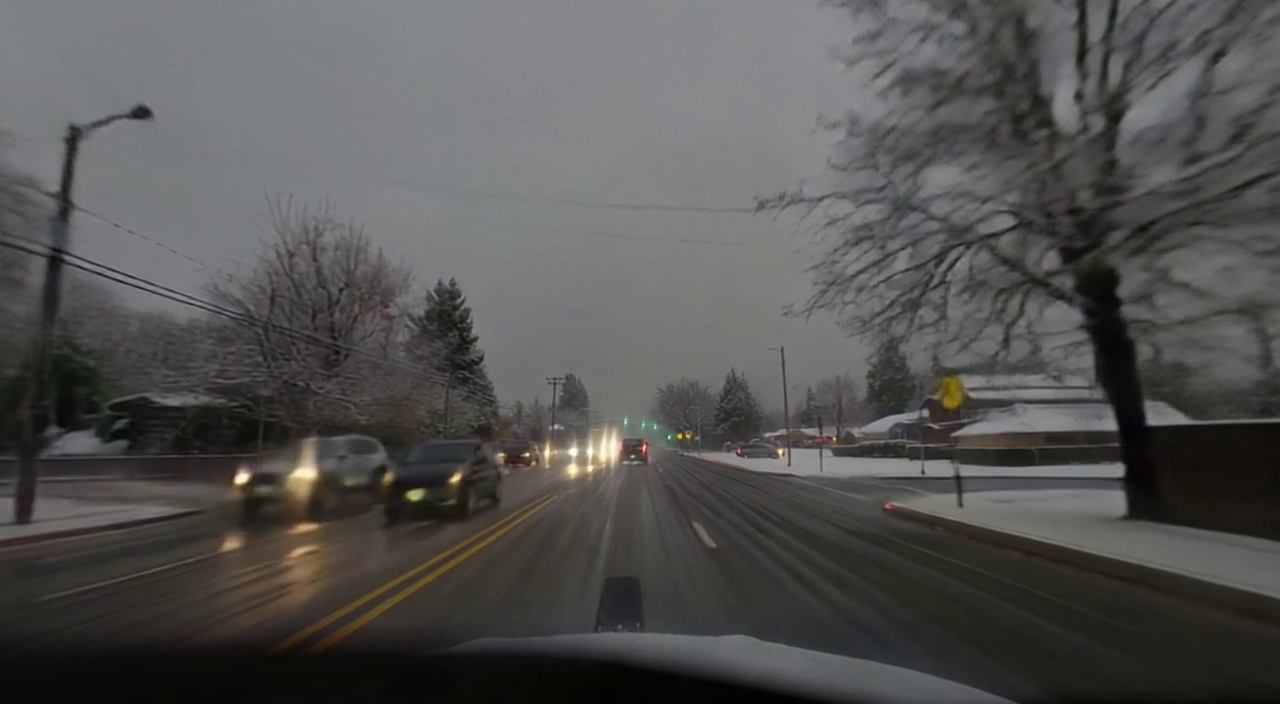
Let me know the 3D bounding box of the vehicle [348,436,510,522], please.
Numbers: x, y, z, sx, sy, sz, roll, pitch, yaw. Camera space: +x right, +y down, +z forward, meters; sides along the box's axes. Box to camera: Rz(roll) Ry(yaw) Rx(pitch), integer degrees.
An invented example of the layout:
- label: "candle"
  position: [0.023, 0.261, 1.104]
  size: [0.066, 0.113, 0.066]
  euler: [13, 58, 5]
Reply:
- label: "vehicle"
  position: [-4.279, 2.622, 13.579]
  size: [2.039, 1.460, 4.189]
  euler: [-3, -9, 0]

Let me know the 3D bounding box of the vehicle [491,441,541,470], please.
- label: "vehicle"
  position: [-7.403, 6.225, 38.266]
  size: [2.069, 1.654, 4.458]
  euler: [0, -9, 1]

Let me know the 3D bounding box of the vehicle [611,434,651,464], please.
- label: "vehicle"
  position: [-0.564, 6.634, 43.296]
  size: [2.554, 1.902, 5.329]
  euler: [0, -9, 1]

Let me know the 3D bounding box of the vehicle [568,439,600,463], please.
- label: "vehicle"
  position: [-4.172, 7.490, 47.988]
  size: [1.955, 1.723, 4.287]
  euler: [0, -9, 1]

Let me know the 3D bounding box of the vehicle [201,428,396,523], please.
- label: "vehicle"
  position: [-7.434, 2.704, 14.401]
  size: [2.044, 1.699, 4.400]
  euler: [-3, -9, -1]
